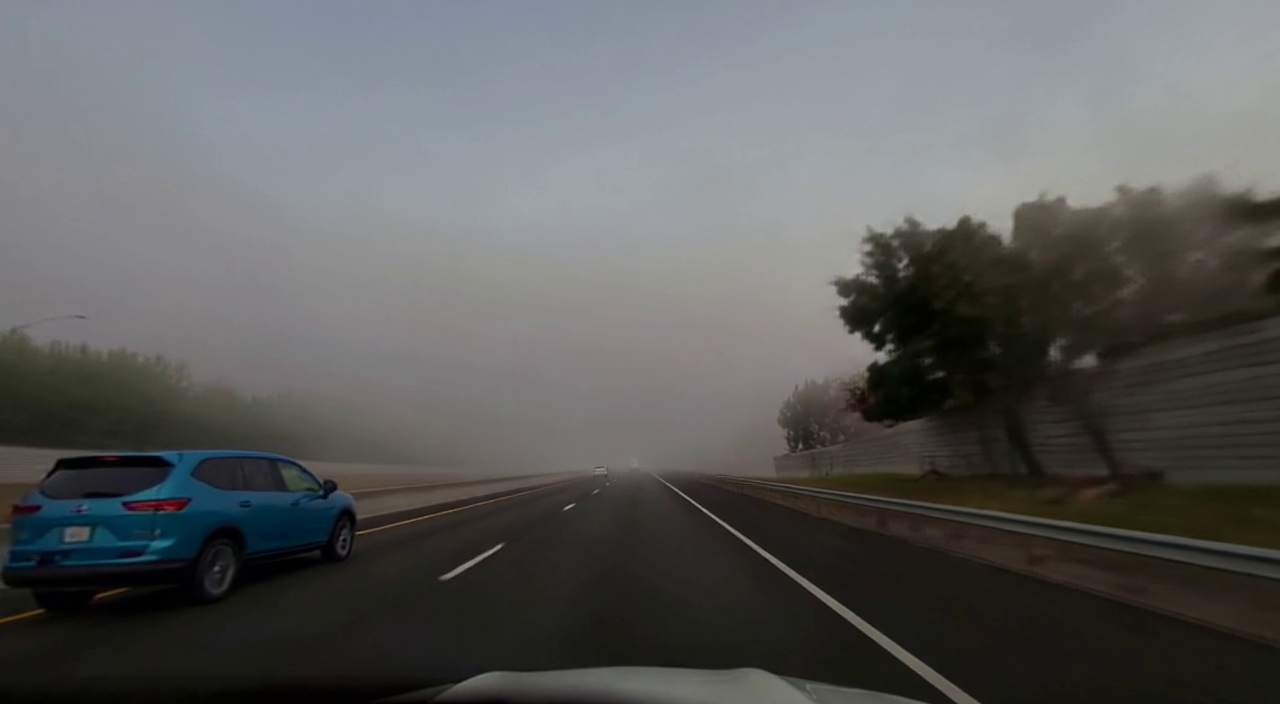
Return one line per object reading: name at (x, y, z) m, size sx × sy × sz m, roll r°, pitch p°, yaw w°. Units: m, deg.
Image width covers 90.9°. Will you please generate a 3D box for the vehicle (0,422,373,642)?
vehicle at (-4.635, 1.640, 6.550) m, size 1.914 × 1.534 × 4.015 m, roll 1°, pitch -10°, yaw 0°
